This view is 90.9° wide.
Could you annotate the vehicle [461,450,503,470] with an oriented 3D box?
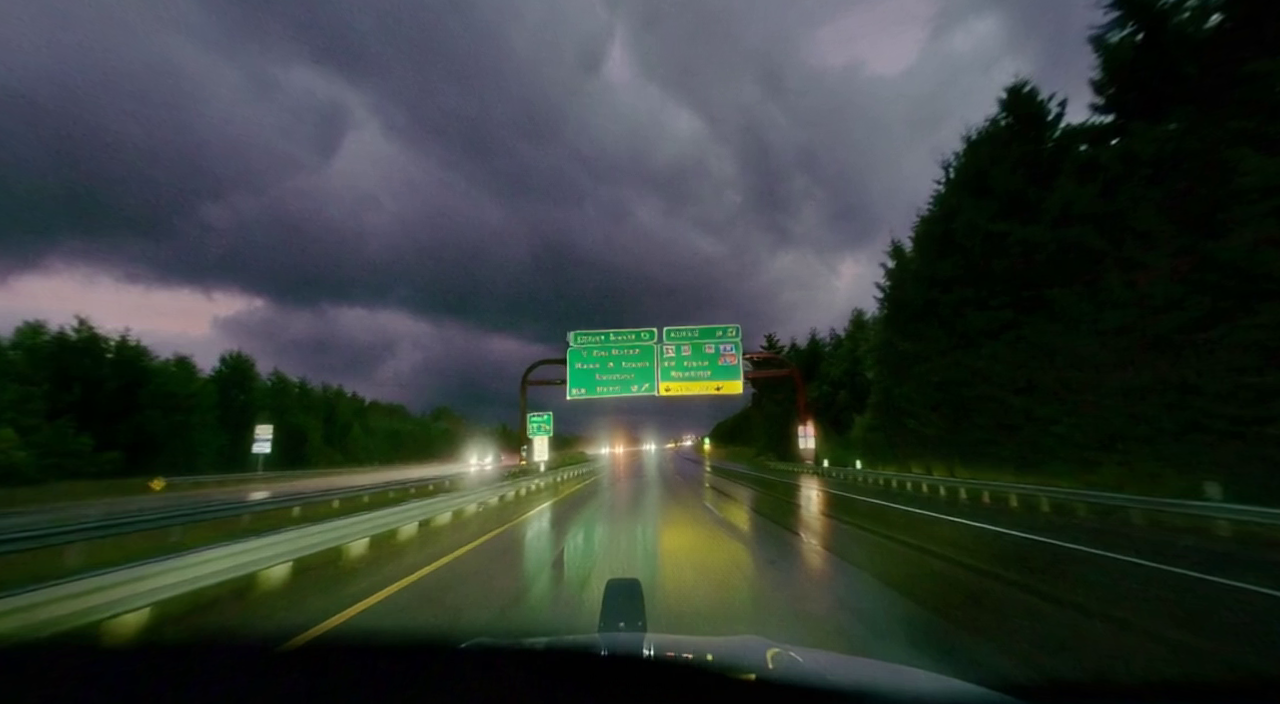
[{"bbox_3d":[-12.256,8.398,49.152,1.917,1.490,4.582,0,-9,2],"label":"vehicle"}]
